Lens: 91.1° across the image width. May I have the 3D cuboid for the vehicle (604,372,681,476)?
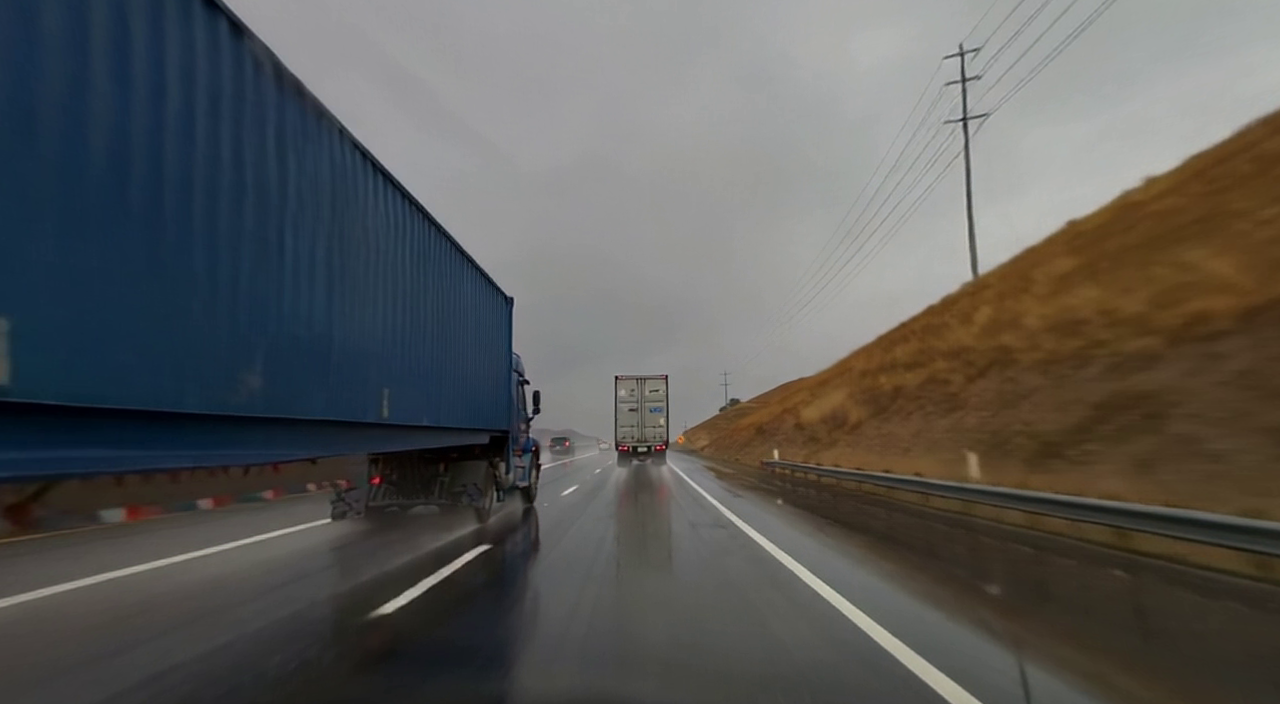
[{"bbox_3d":[0.009,3.664,30.653,3.006,4.120,11.586,0,-8,-1],"label":"vehicle"}]

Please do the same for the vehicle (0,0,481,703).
[{"bbox_3d":[-4.135,-0.310,2.760,3.065,4.105,13.706,0,-8,1],"label":"vehicle"}]
